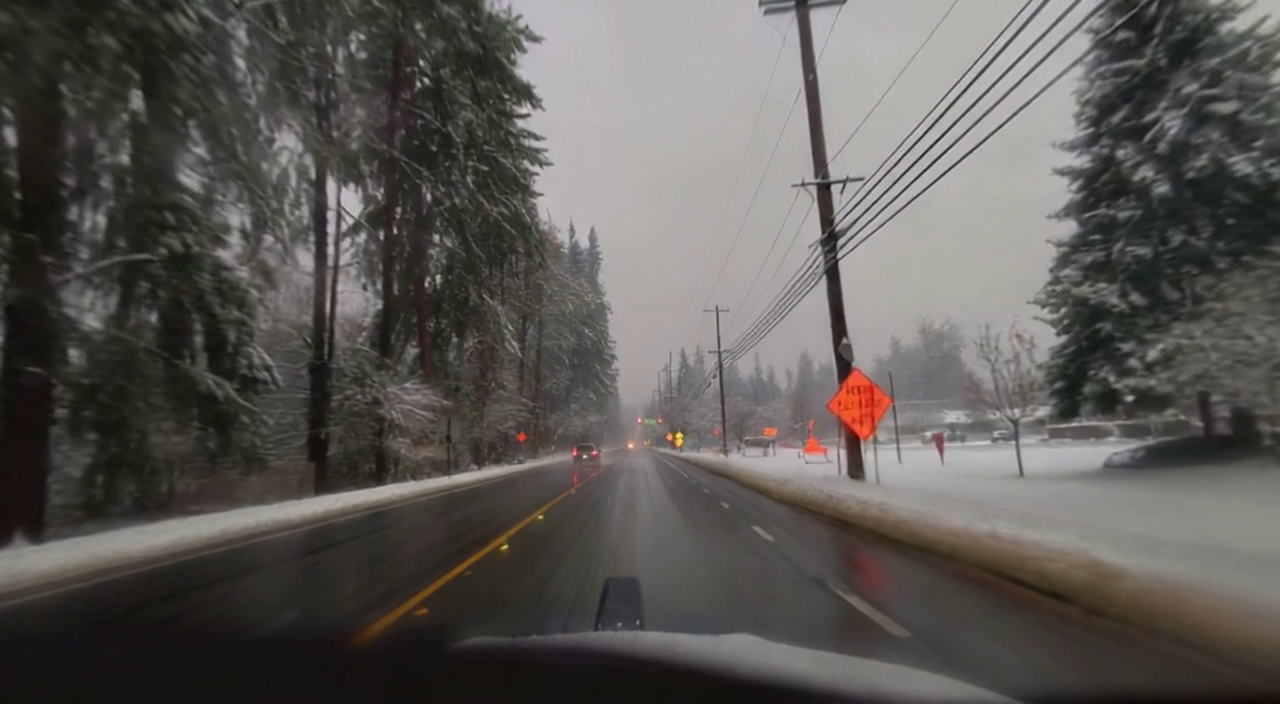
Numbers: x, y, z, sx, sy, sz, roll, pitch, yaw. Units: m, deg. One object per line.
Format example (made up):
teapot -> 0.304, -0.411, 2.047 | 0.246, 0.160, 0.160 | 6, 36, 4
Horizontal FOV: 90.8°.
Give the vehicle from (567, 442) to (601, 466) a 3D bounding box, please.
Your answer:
vehicle -> -3.891, 7.180, 44.669 | 1.992, 1.608, 3.868 | 0, -8, 0
